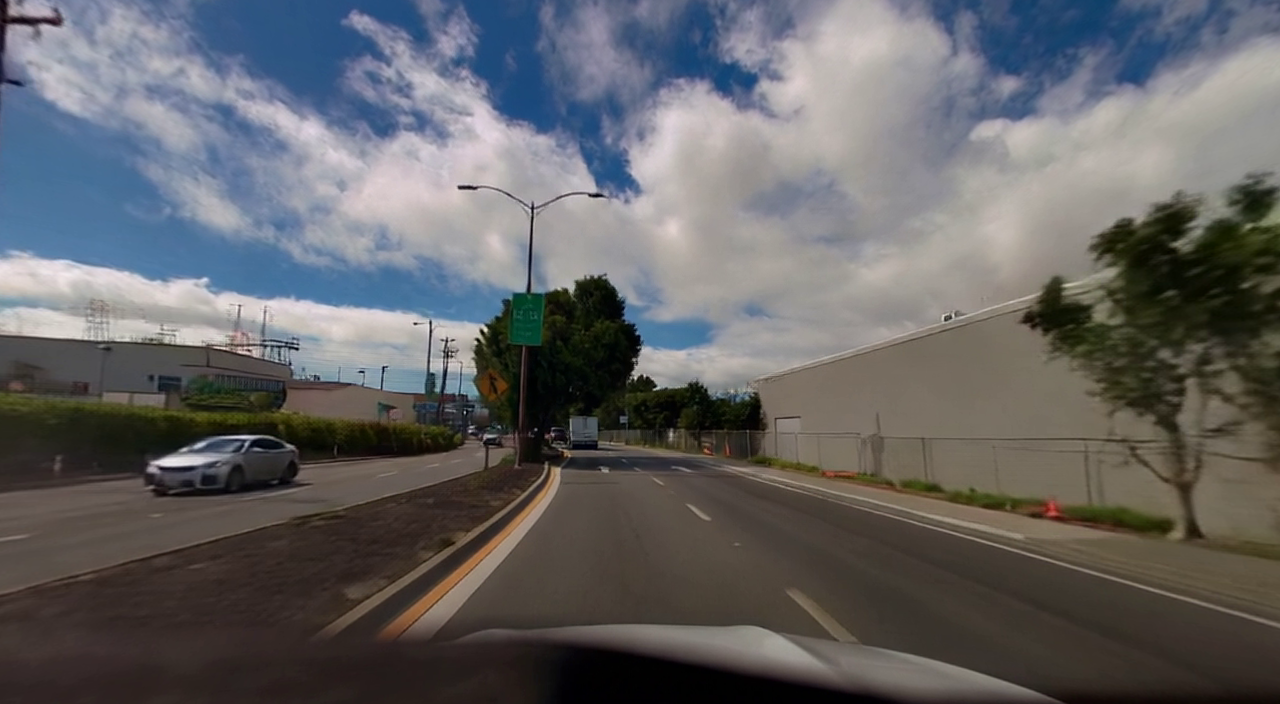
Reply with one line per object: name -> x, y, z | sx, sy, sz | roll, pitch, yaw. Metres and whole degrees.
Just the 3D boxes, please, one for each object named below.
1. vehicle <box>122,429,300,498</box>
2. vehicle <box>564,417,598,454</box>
vehicle -> -10.728, 2.785, 16.188 | 1.897, 1.515, 3.986 | 0, -8, -3
vehicle -> -4.720, 6.608, 49.568 | 2.276, 2.706, 5.232 | 1, -8, -9
